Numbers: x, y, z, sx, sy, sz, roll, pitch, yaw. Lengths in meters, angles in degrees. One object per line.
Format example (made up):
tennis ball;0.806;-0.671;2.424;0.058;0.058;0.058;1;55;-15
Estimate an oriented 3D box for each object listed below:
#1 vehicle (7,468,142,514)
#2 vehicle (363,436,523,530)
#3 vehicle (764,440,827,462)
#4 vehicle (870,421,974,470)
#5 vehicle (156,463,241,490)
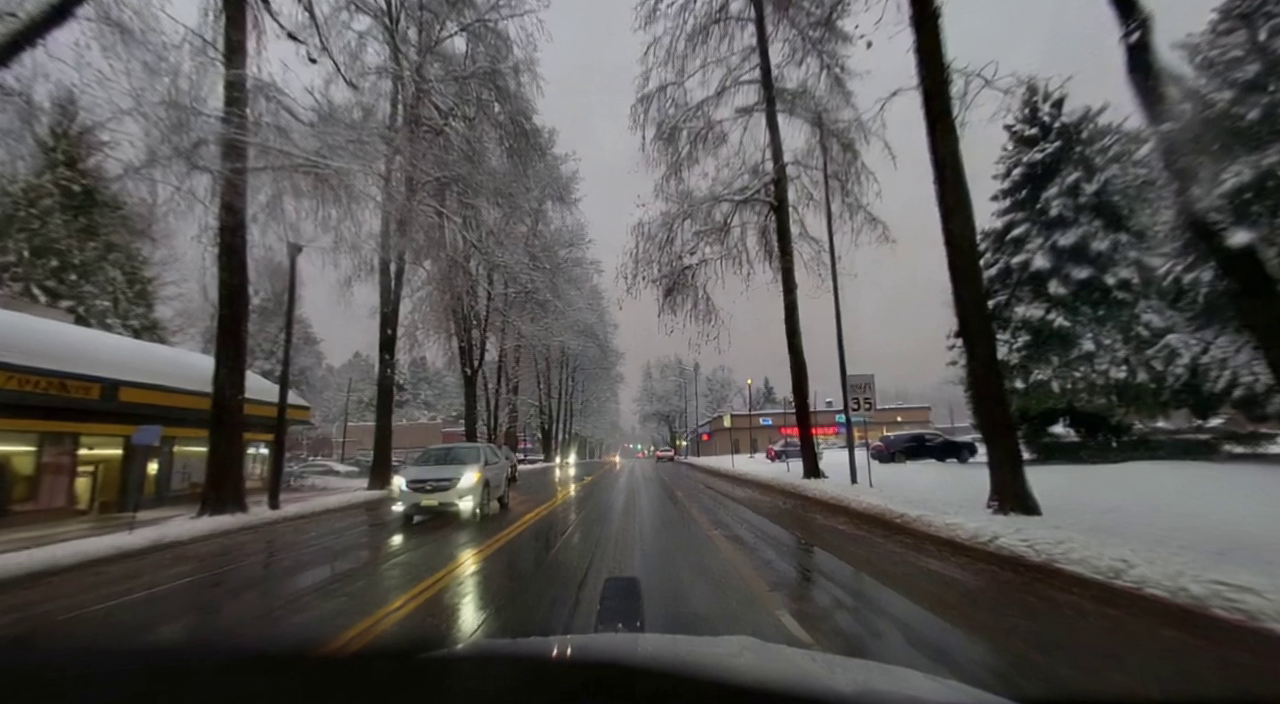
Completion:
vehicle;-22.386;5.469;25.289;1.779;1.475;4.483;1;-9;-10
vehicle;-4.158;2.828;14.333;2.103;1.750;4.660;0;-9;0
vehicle;10.954;6.931;44.351;4.587;1.504;1.928;7;-11;-39
vehicle;11.366;3.734;25.253;2.124;1.711;5.059;-8;-12;43
vehicle;-30.474;8.589;43.767;4.361;1.653;1.946;2;-9;-17
